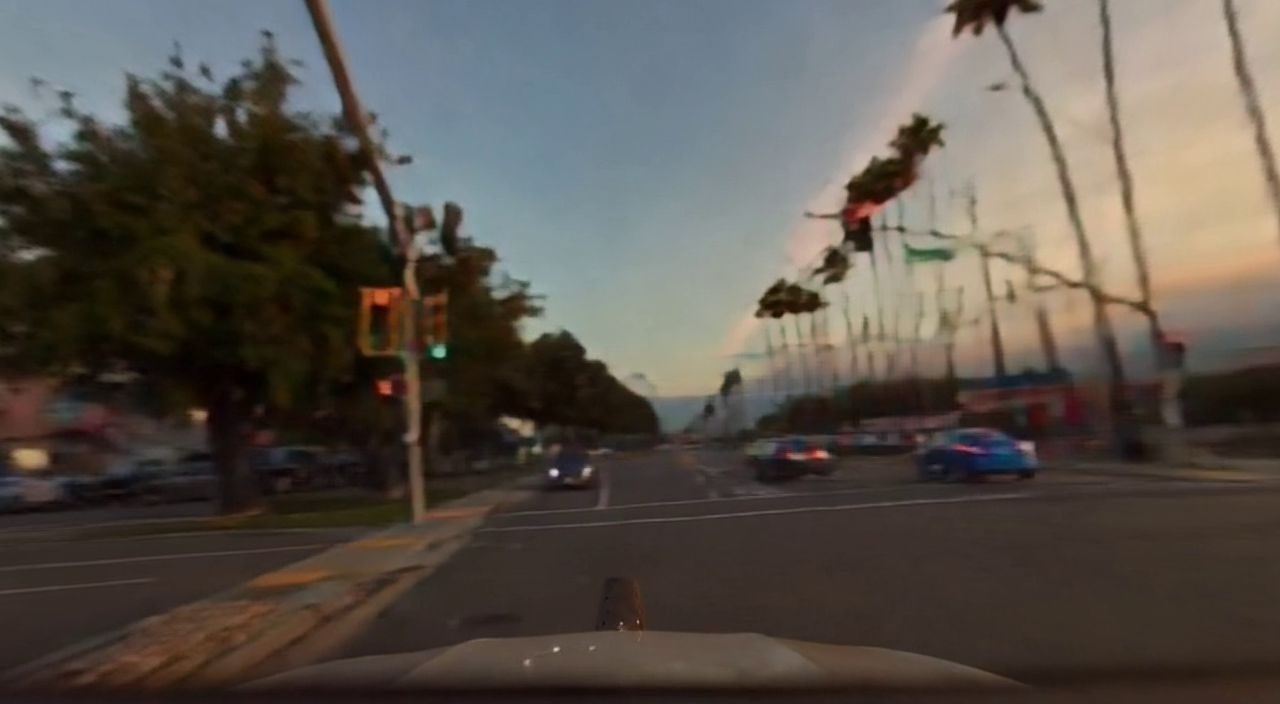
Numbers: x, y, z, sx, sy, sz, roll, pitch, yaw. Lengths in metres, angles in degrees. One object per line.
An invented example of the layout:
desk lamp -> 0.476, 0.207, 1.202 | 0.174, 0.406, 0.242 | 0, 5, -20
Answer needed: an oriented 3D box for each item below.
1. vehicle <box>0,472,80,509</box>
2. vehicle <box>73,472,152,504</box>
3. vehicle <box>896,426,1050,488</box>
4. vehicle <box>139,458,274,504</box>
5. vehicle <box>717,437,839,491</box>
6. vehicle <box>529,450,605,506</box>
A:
vehicle -> -32.640, 7.338, 33.742 | 1.992, 1.533, 4.178 | 4, -8, -10
vehicle -> -29.404, 7.541, 35.348 | 1.787, 1.464, 3.877 | -1, -9, -14
vehicle -> 8.872, 2.851, 17.331 | 2.089, 1.471, 4.206 | -1, -9, 3
vehicle -> -18.038, 5.343, 26.433 | 4.286, 1.569, 2.068 | 0, -4, 6
vehicle -> 4.277, 3.570, 20.523 | 2.068, 1.509, 4.687 | 1, -9, -12
vehicle -> -2.471, 3.943, 20.299 | 1.951, 1.546, 4.597 | 1, -9, -12
